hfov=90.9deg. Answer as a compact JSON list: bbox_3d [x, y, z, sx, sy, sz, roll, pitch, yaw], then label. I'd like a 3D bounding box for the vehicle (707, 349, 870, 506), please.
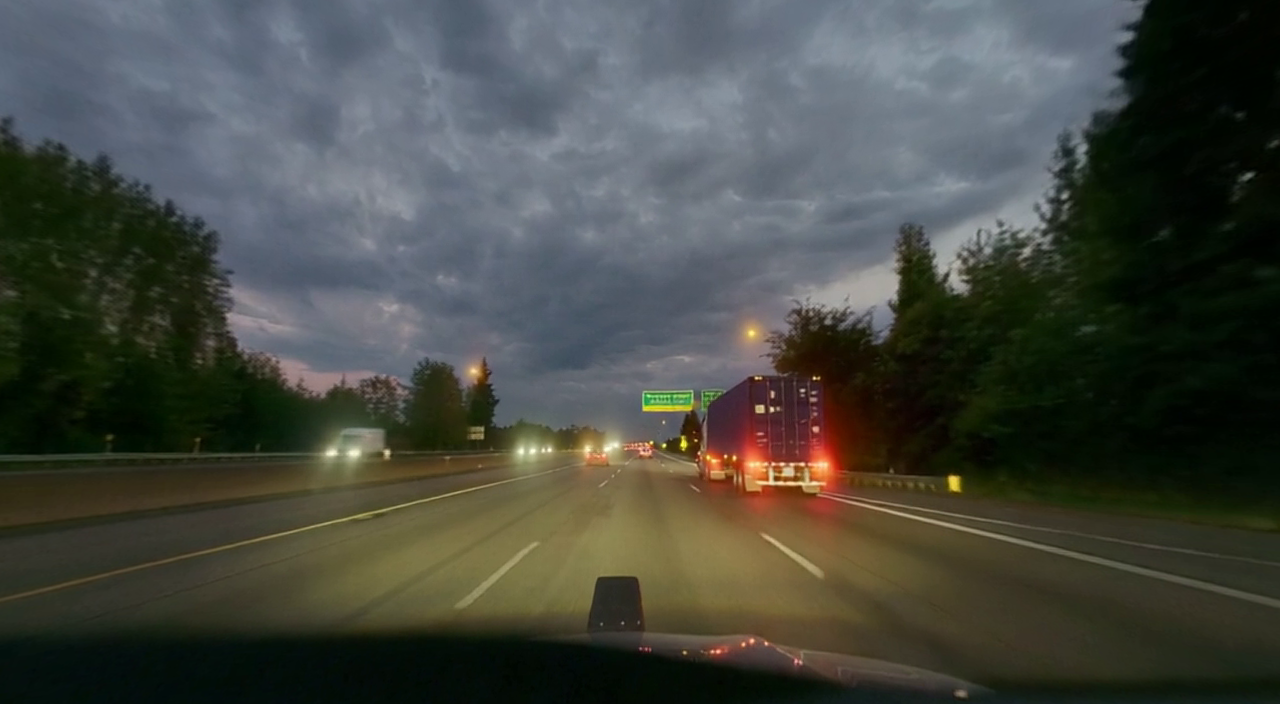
[{"bbox_3d":[4.487,2.935,22.757,2.821,4.046,12.876,0,-9,0],"label":"vehicle"}]

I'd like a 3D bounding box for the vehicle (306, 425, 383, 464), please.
[{"bbox_3d":[-20.146,6.417,43.368,2.281,2.459,6.049,-1,-9,1],"label":"vehicle"}]
